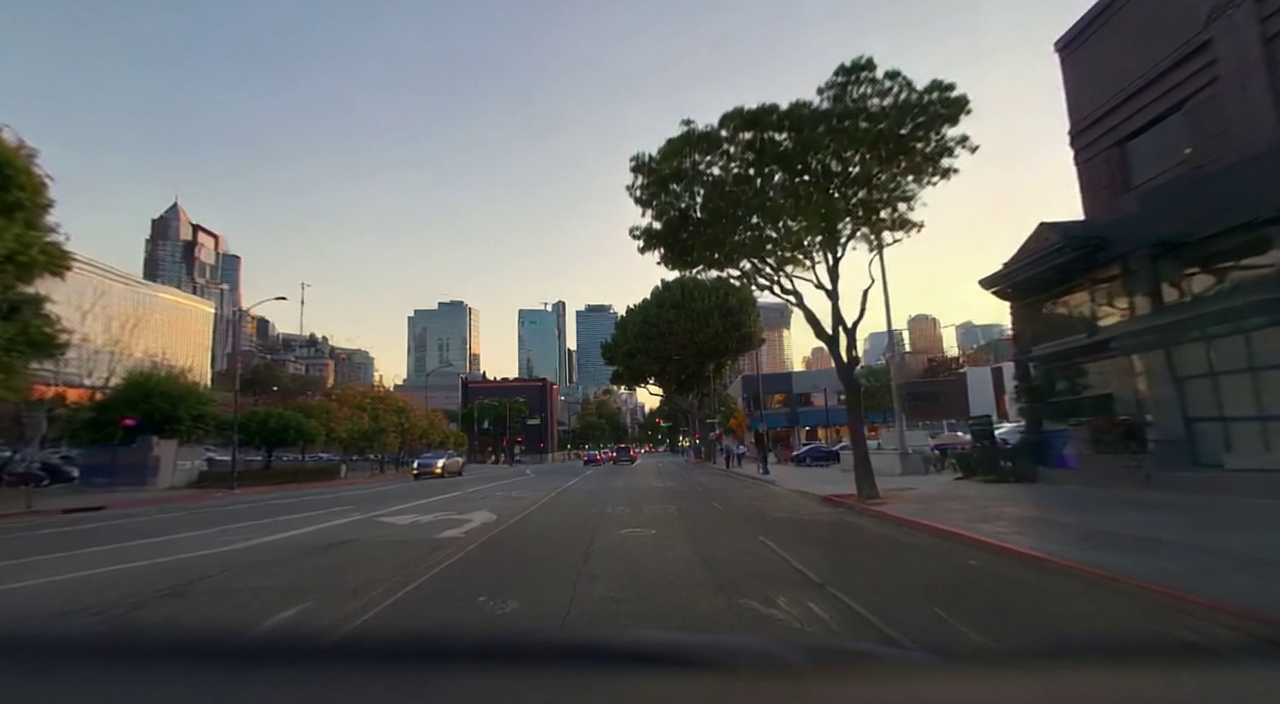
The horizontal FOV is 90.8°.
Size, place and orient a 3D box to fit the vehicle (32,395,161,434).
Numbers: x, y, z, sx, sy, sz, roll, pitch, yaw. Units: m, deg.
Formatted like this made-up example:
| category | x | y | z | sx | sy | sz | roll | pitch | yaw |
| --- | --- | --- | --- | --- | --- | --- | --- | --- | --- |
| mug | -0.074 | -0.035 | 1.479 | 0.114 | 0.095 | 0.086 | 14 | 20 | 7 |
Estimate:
| category | x | y | z | sx | sy | sz | roll | pitch | yaw |
| --- | --- | --- | --- | --- | --- | --- | --- | --- | --- |
| vehicle | -25.675 | 2.993 | 29.945 | 4.397 | 1.760 | 1.971 | -1 | -9 | 4 |

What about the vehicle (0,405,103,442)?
| category | x | y | z | sx | sy | sz | roll | pitch | yaw |
| --- | --- | --- | --- | --- | --- | --- | --- | --- | --- |
| vehicle | -25.832 | 3.142 | 27.387 | 3.559 | 1.531 | 1.679 | -1 | -9 | 4 |
